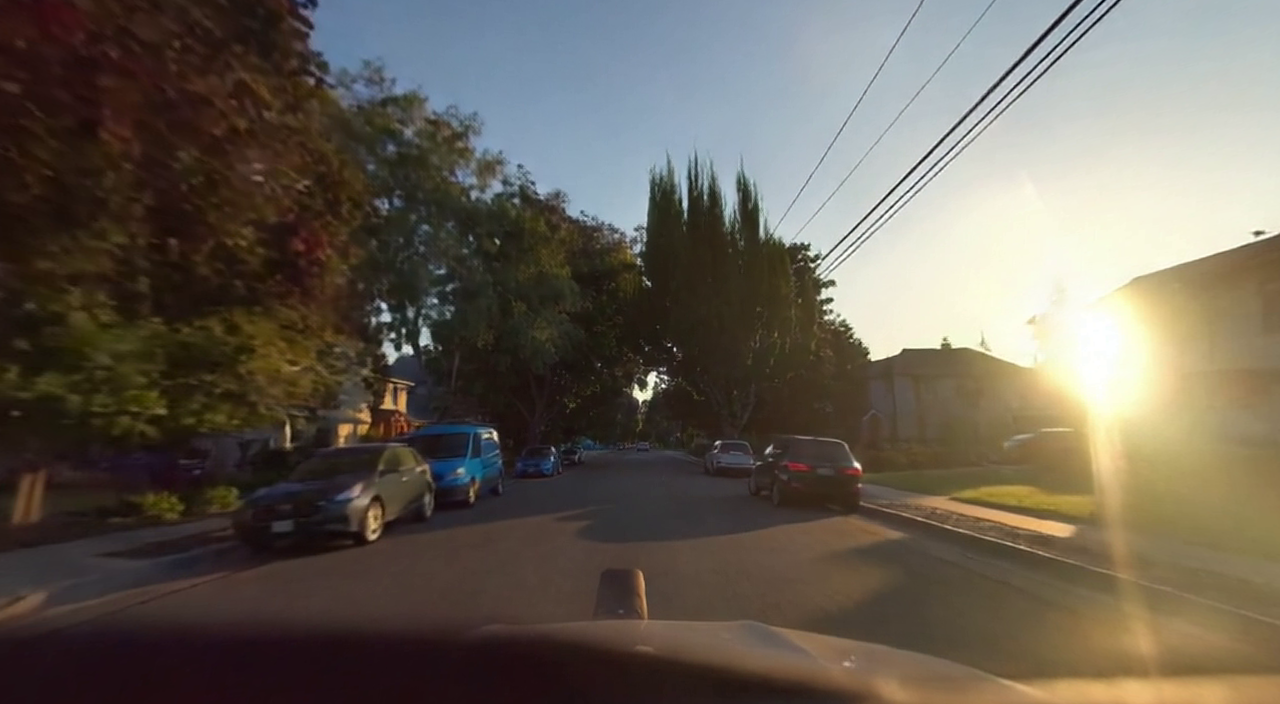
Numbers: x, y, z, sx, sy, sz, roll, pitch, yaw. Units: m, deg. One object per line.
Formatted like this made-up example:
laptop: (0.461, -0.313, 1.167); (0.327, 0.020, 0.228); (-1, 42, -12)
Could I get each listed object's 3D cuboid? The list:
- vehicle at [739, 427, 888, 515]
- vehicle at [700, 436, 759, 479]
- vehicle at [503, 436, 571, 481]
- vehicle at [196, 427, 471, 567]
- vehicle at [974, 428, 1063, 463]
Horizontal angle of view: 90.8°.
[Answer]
vehicle: (4.122, 2.937, 16.280); (2.152, 1.810, 5.846); (0, -8, 0)
vehicle: (4.008, 4.822, 29.119); (2.173, 1.806, 4.701); (0, -8, 2)
vehicle: (-4.324, 4.541, 27.135); (2.157, 1.736, 4.104); (-1, -9, 1)
vehicle: (-4.540, 2.140, 10.441); (2.116, 1.659, 4.832); (-3, -7, 1)
vehicle: (19.380, 4.819, 32.562); (2.086, 1.658, 4.154); (0, -9, 2)
